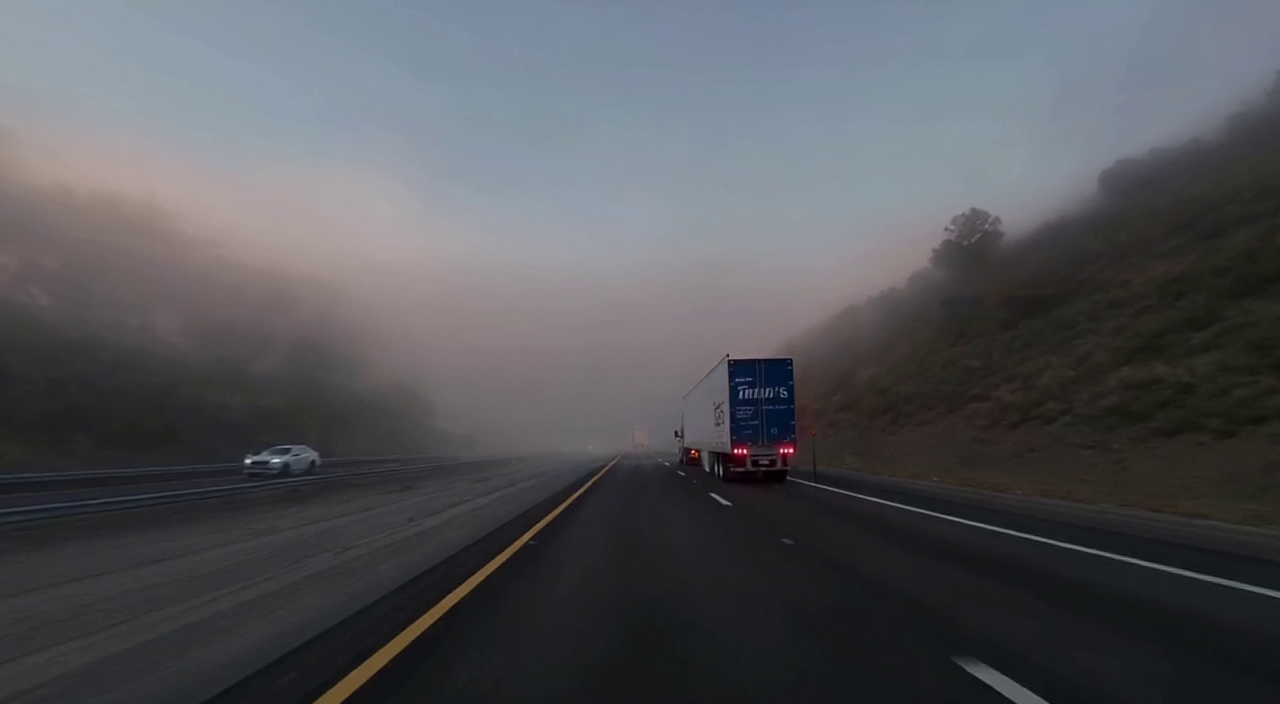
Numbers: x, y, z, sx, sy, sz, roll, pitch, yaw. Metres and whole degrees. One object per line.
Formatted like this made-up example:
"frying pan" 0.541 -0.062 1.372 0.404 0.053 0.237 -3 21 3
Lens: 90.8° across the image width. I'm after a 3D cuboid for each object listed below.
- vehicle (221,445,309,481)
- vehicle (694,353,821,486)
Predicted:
"vehicle" -20.794 6.150 35.346 2.052 1.887 4.709 0 -9 -1
"vehicle" 4.214 2.881 25.379 3.039 4.342 9.556 0 -9 -1
